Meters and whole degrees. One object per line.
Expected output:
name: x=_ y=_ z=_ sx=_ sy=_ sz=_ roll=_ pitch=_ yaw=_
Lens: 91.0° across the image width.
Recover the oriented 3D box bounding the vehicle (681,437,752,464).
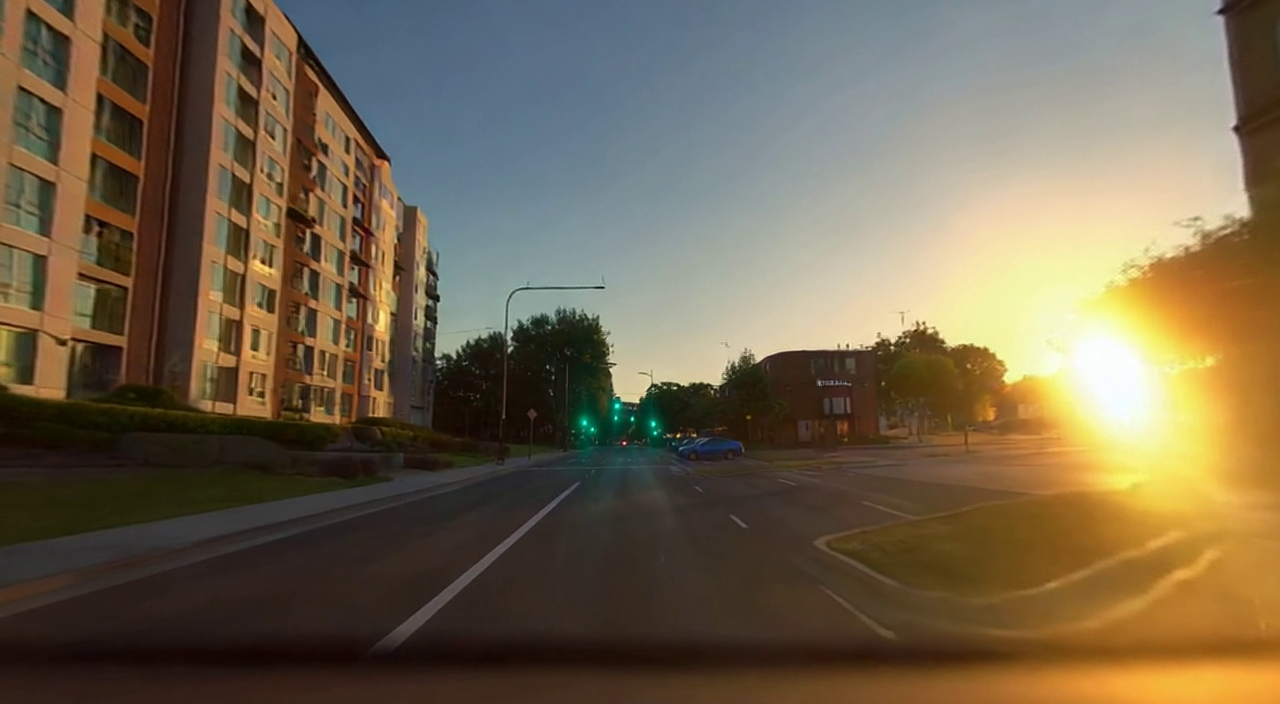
vehicle: x=4.576 y=5.798 z=37.354 sx=3.844 sy=1.524 sz=1.847 roll=5 pitch=-9 yaw=-32
